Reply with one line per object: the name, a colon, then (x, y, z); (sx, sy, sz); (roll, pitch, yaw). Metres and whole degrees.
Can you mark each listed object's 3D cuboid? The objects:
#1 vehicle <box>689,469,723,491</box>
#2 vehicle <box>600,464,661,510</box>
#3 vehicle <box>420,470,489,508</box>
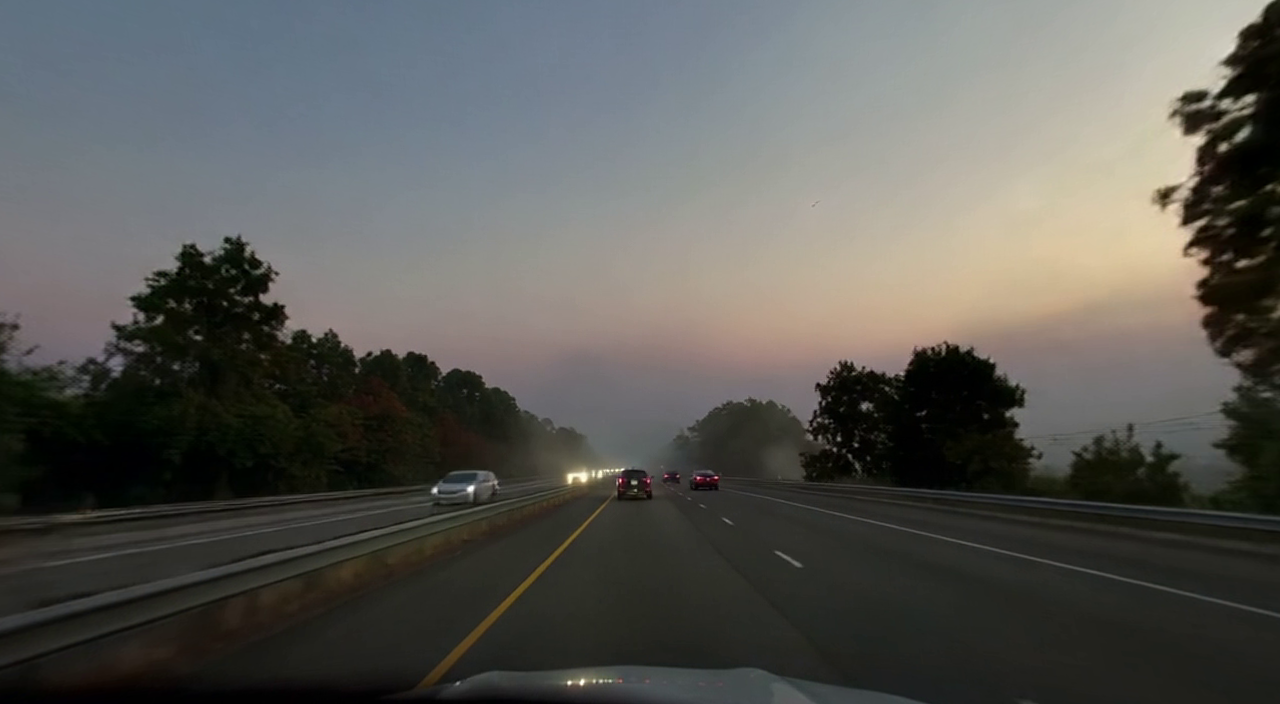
vehicle: (4.703, 9.210, 45.605); (1.974, 1.476, 4.119); (1, -10, 0)
vehicle: (-0.335, 4.884, 23.043); (2.060, 1.473, 3.726); (1, -10, -1)
vehicle: (-7.908, 5.848, 27.205); (1.780, 1.447, 3.670); (1, -10, 1)
